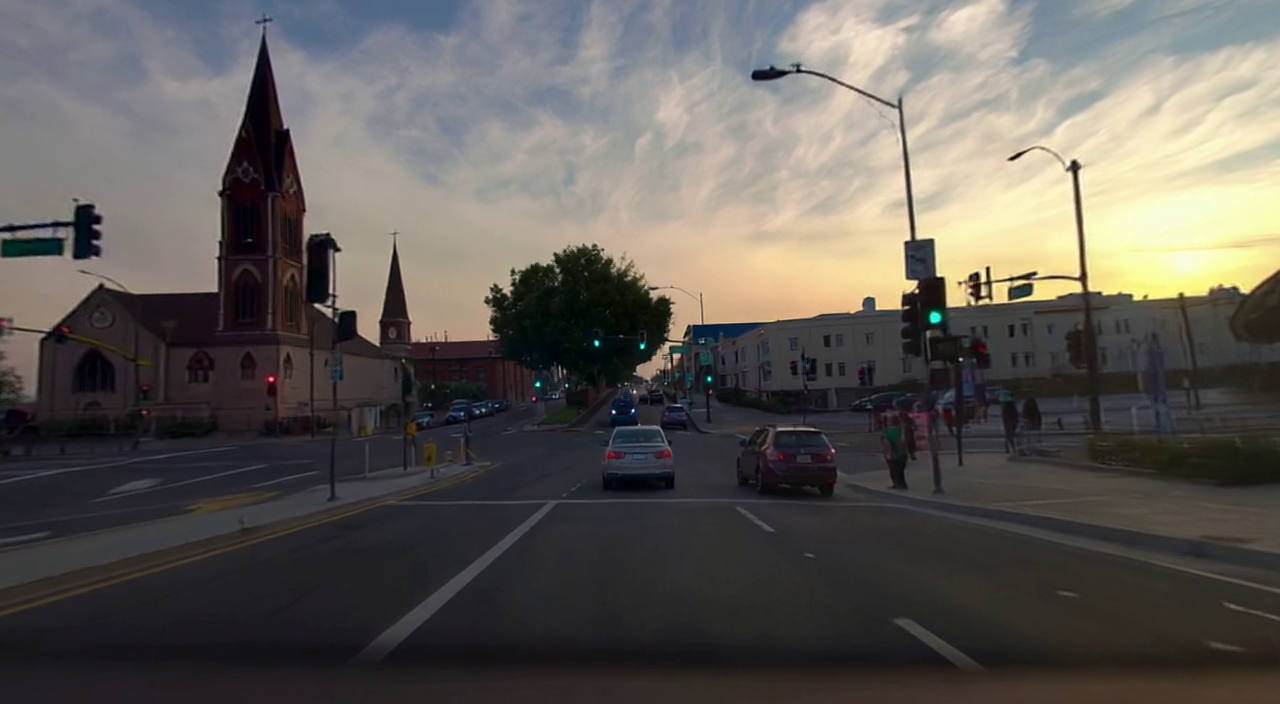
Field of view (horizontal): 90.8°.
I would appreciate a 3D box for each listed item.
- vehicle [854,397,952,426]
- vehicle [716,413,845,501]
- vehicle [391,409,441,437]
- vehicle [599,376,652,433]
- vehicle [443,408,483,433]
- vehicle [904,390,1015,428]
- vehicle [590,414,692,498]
[{"bbox_3d":[14.564,3.307,35.172,4.488,1.475,2.083,0,-8,-3],"label":"vehicle"},{"bbox_3d":[3.400,2.553,16.293,2.080,1.735,4.650,3,-5,-2],"label":"vehicle"},{"bbox_3d":[-16.639,5.379,47.190,1.969,1.896,5.404,1,-9,-3],"label":"vehicle"},{"bbox_3d":[-1.050,3.267,39.413,2.930,3.209,8.154,0,-5,-3],"label":"vehicle"},{"bbox_3d":[-13.663,5.352,48.990,2.069,1.790,4.358,1,-9,-3],"label":"vehicle"},{"bbox_3d":[16.310,2.895,32.386,4.512,1.734,2.143,-2,-4,-4],"label":"vehicle"},{"bbox_3d":[-0.034,2.440,15.566,2.168,1.776,4.135,0,-6,-2],"label":"vehicle"}]
